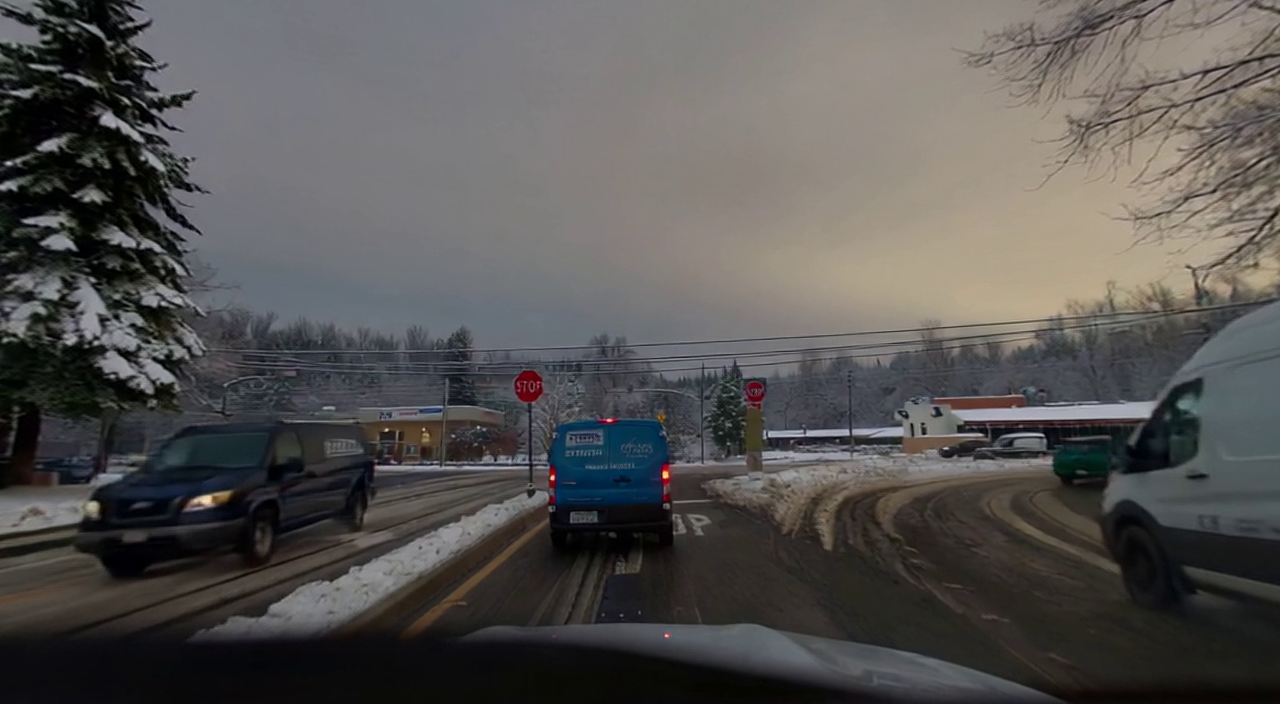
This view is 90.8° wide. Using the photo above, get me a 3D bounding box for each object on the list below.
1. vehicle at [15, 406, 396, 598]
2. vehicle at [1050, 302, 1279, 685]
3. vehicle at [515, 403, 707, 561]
[{"bbox_3d":[-4.866,1.722,8.179,1.985,1.710,4.651,1,-9,-6],"label":"vehicle"},{"bbox_3d":[4.837,0.738,3.062,2.385,2.196,5.640,-1,-9,7],"label":"vehicle"},{"bbox_3d":[-0.273,1.867,9.742,2.237,1.828,4.546,0,-9,2],"label":"vehicle"}]
